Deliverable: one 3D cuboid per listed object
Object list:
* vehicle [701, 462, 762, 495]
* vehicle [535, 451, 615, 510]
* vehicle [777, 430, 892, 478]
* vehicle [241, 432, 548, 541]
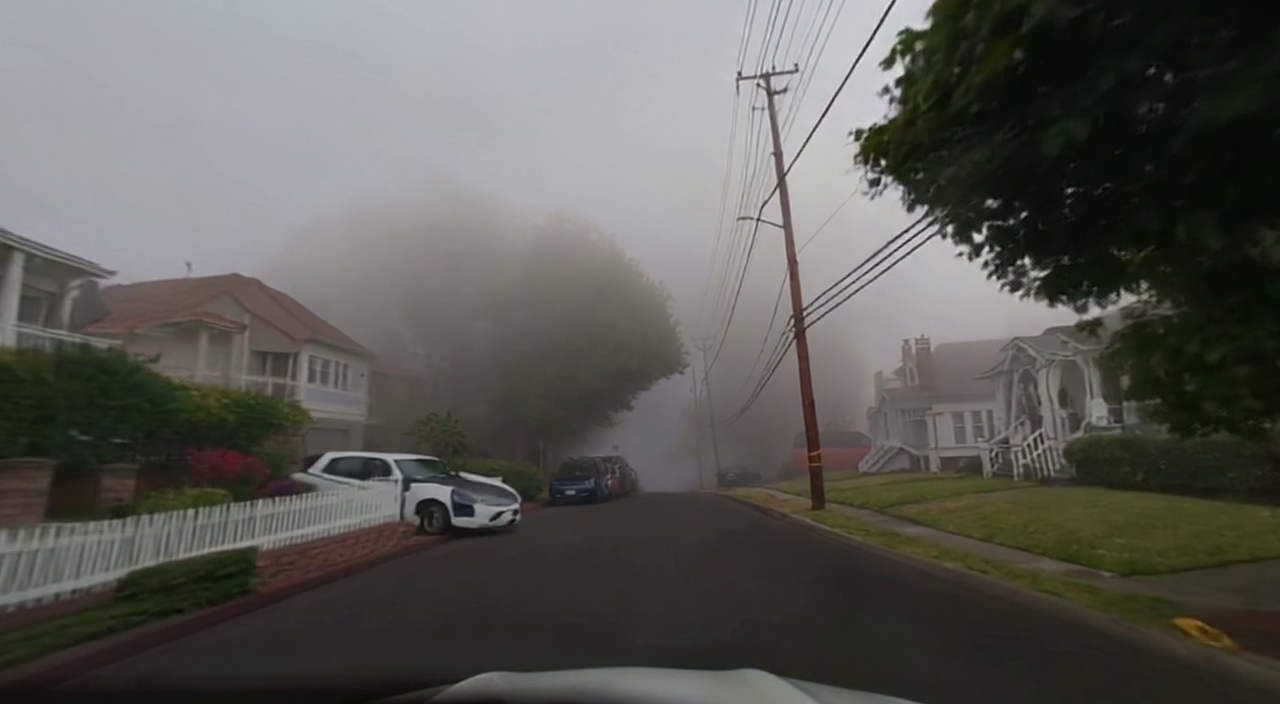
[{"bbox_3d":[4.985,6.775,34.091,3.005,1.535,4.025,-2,-9,10],"label":"vehicle"},{"bbox_3d":[-1.916,4.004,20.217,2.081,1.589,4.691,0,-8,0],"label":"vehicle"},{"bbox_3d":[8.157,4.278,26.833,4.249,1.905,1.904,0,-7,0],"label":"vehicle"},{"bbox_3d":[-4.223,2.480,11.668,4.537,1.595,2.471,2,-12,2],"label":"vehicle"}]
